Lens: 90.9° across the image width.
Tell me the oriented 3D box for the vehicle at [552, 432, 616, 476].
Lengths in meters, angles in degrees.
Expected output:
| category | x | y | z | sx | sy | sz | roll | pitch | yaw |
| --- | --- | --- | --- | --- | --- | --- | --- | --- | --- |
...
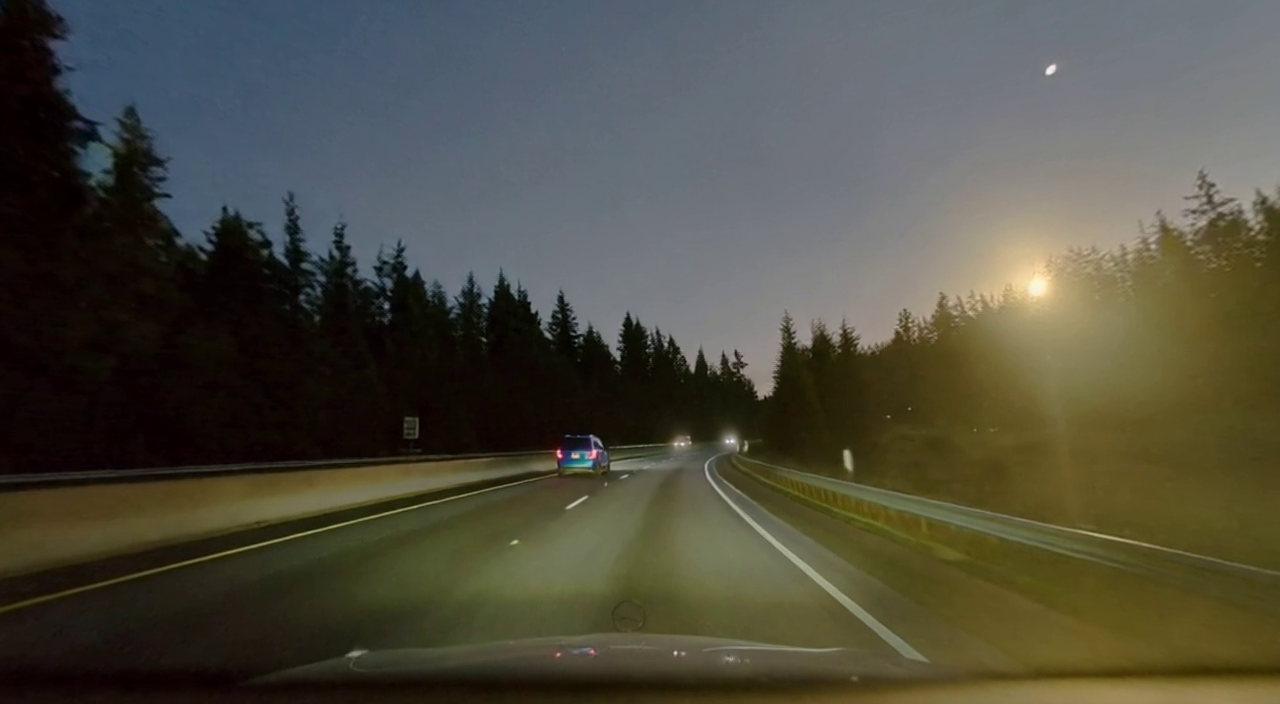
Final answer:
| category | x | y | z | sx | sy | sz | roll | pitch | yaw |
| --- | --- | --- | --- | --- | --- | --- | --- | --- | --- |
| vehicle | -2.322 | 4.422 | 27.501 | 2.005 | 1.752 | 4.479 | -1 | -8 | 5 |
